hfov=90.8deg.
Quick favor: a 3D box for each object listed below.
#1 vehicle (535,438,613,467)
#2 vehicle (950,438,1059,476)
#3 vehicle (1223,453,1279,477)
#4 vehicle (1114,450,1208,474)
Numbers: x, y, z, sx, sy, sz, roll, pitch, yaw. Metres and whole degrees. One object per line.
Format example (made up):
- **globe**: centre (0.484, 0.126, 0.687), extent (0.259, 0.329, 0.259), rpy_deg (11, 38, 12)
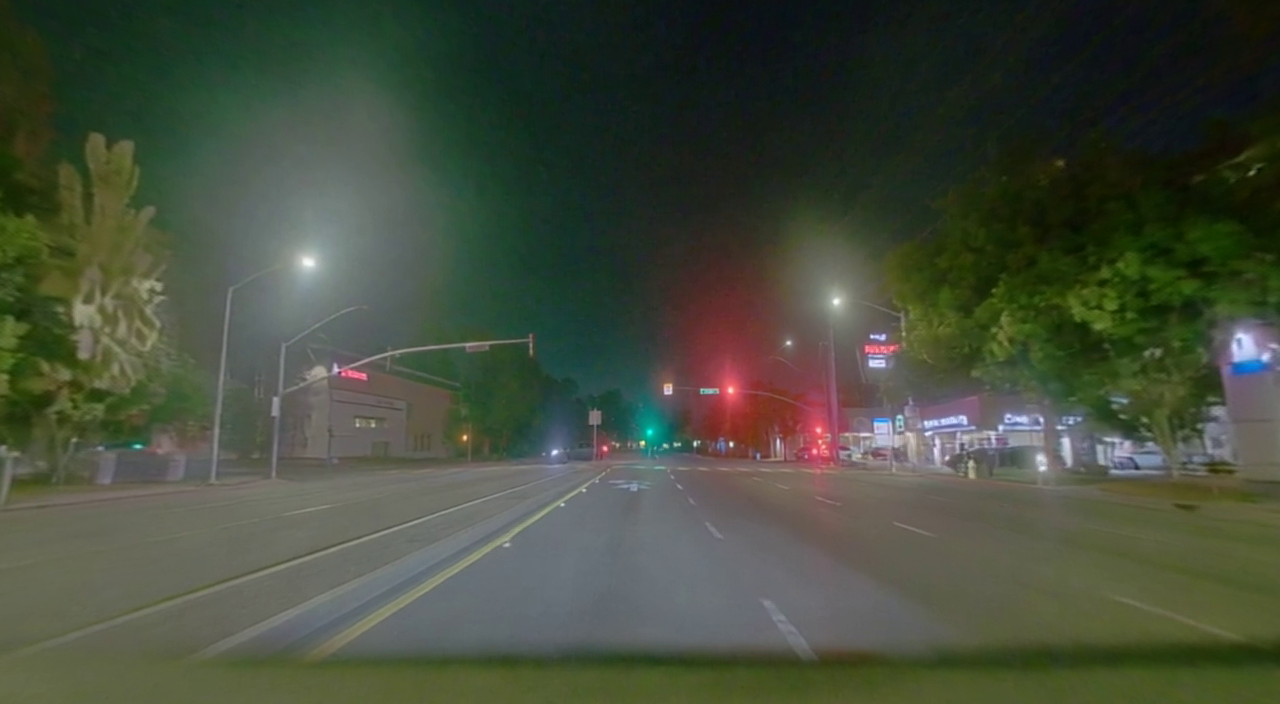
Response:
- **vehicle**: centre (-4.086, 6.209, 39.265), extent (4.408, 1.728, 2.010), rpy_deg (-3, -9, 22)
- **vehicle**: centre (23.122, 6.666, 40.359), extent (2.195, 2.201, 5.616), rpy_deg (5, -10, -27)
- **vehicle**: centre (40.017, 7.083, 39.583), extent (1.790, 1.474, 4.620), rpy_deg (4, -9, -25)
- **vehicle**: centre (36.868, 7.749, 44.827), extent (1.868, 1.566, 4.647), rpy_deg (5, -9, -29)
